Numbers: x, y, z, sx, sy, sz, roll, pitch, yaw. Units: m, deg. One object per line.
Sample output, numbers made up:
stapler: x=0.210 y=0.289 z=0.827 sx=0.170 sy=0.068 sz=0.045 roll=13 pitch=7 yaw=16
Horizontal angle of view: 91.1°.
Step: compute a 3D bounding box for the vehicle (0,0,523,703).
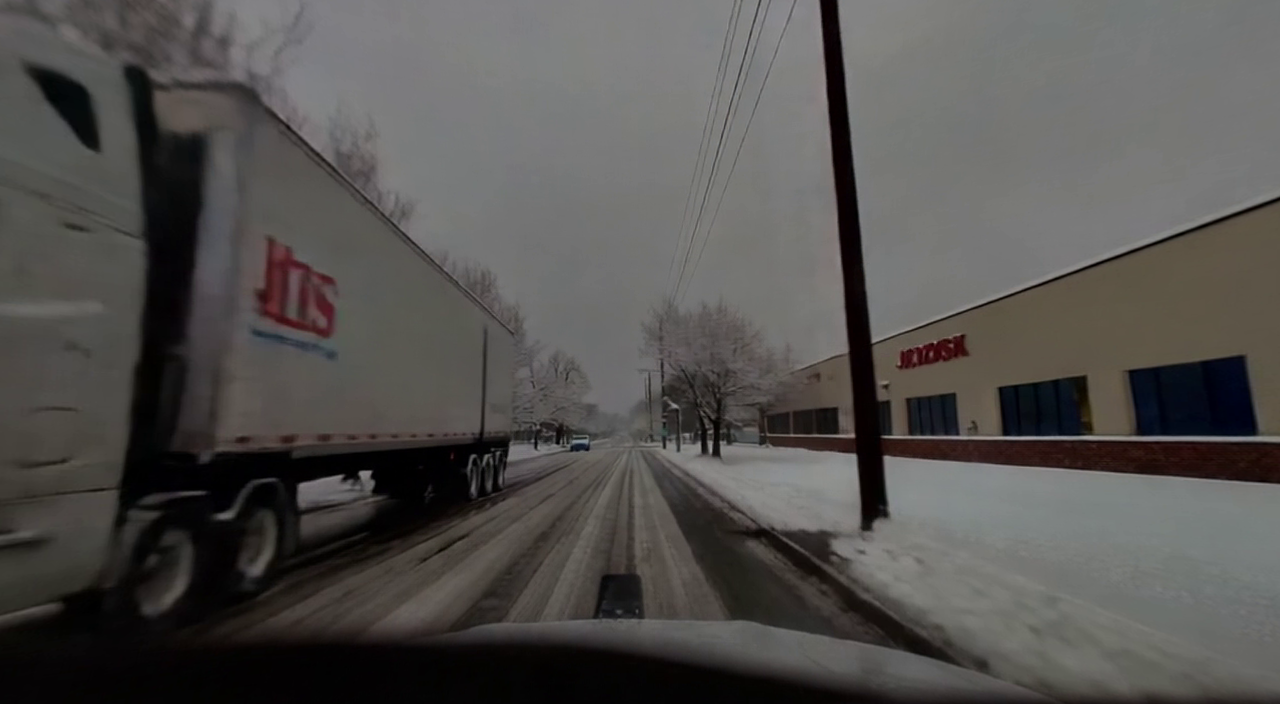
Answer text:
vehicle: x=-4.844 y=0.484 z=10.051 sx=2.976 sy=4.754 sz=15.127 roll=0 pitch=-7 yaw=0
